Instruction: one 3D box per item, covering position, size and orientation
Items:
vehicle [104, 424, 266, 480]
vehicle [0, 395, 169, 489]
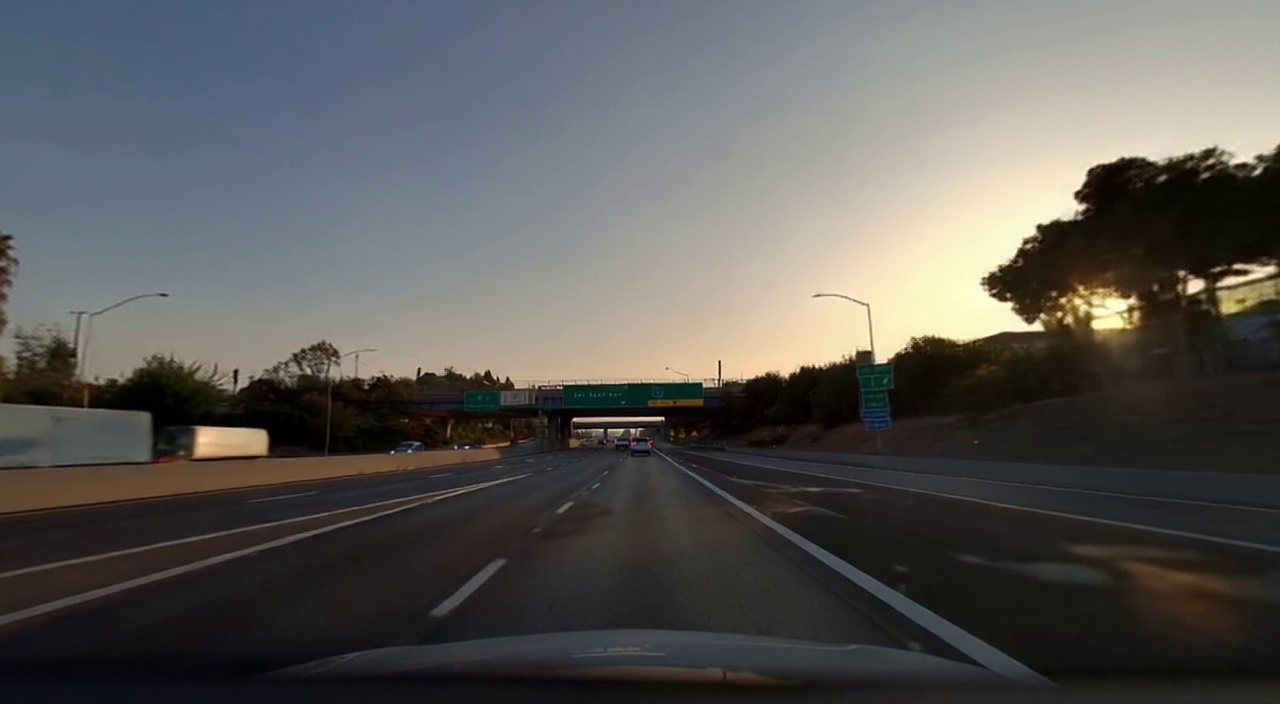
[{"bbox_3d":[-27.895,6.210,39.513,2.739,3.034,9.653,-1,-8,2],"label":"vehicle"},{"bbox_3d":[-28.176,4.378,29.771,2.690,3.894,11.560,-1,-10,1],"label":"vehicle"}]
